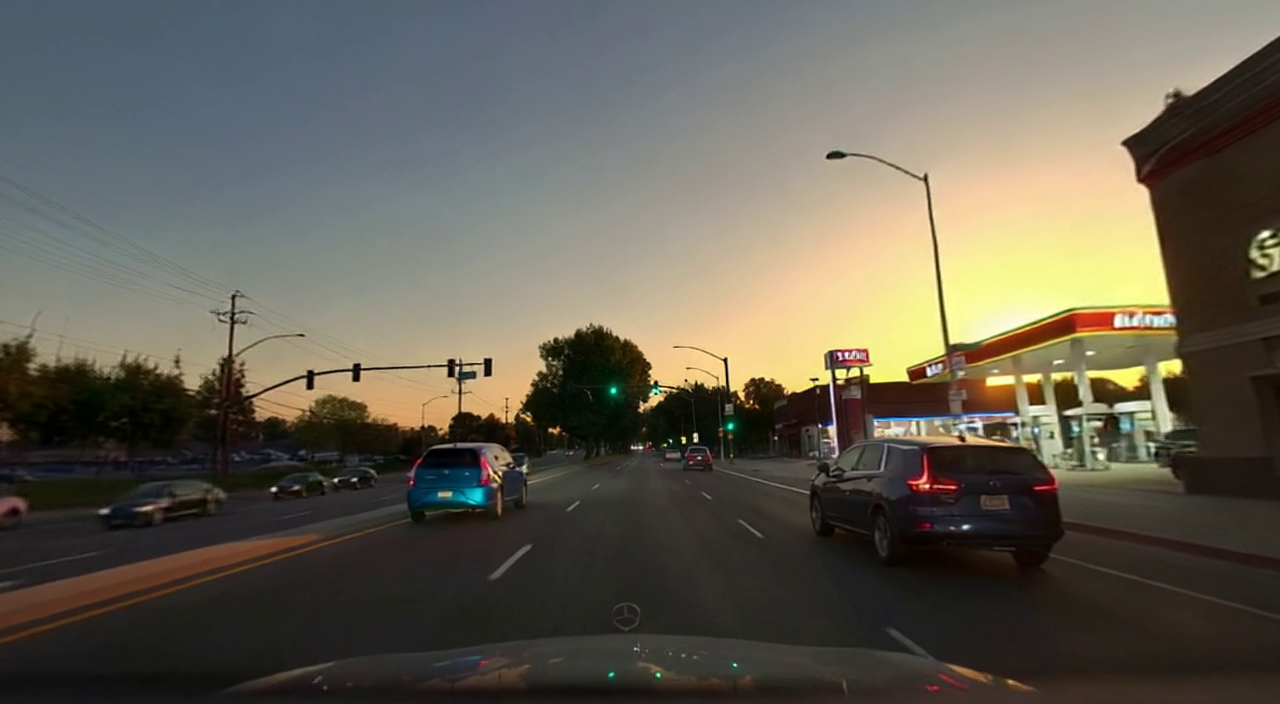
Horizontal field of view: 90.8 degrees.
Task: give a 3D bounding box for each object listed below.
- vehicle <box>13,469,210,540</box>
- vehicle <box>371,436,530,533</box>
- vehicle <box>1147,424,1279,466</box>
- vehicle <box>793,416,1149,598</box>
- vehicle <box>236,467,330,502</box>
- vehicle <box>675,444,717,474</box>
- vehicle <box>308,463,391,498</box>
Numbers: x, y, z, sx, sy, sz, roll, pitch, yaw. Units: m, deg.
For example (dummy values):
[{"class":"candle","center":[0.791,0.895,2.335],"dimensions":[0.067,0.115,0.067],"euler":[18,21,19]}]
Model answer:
[{"class":"vehicle","center":[-14.178,4.058,17.337],"dimensions":[1.851,1.540,4.025],"euler":[0,-9,1]},{"class":"vehicle","center":[-3.572,2.563,12.816],"dimensions":[1.935,1.617,4.045],"euler":[0,-9,0]},{"class":"vehicle","center":[23.015,3.746,25.326],"dimensions":[1.821,1.516,4.163],"euler":[1,-8,-2]},{"class":"vehicle","center":[3.617,1.769,8.146],"dimensions":[2.085,1.655,4.459],"euler":[0,-9,-1]},{"class":"vehicle","center":[-17.666,6.555,31.563],"dimensions":[1.968,1.476,4.598],"euler":[0,-9,1]},{"class":"vehicle","center":[3.329,6.444,38.308],"dimensions":[2.066,1.699,4.419],"euler":[0,-9,-1]},{"class":"vehicle","center":[-14.161,6.261,31.156],"dimensions":[1.861,1.472,4.543],"euler":[0,-9,1]}]
